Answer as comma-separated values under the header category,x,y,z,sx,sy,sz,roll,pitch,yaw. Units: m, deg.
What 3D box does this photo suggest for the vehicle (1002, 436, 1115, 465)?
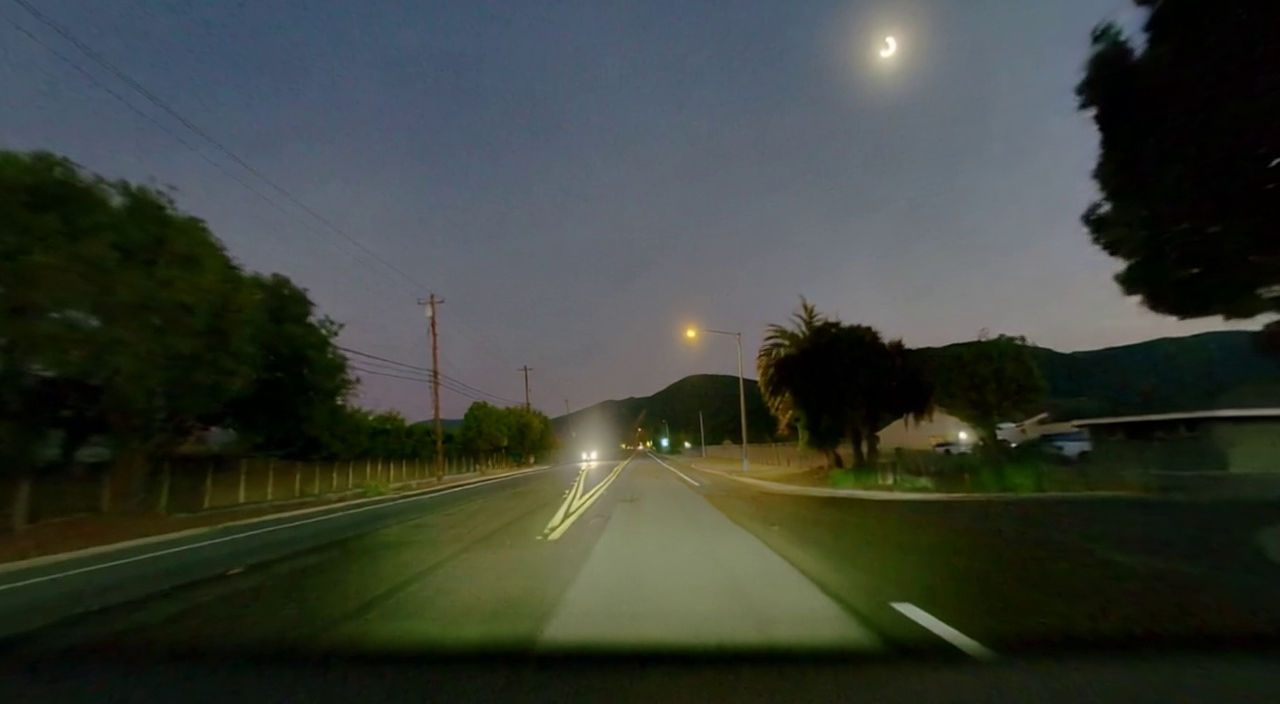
category,x,y,z,sx,sy,sz,roll,pitch,yaw
vehicle,22.087,5.210,33.297,4.490,1.470,1.979,-1,-9,3

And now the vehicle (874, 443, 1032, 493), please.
category,x,y,z,sx,sy,sz,roll,pitch,yaw
vehicle,10.403,3.877,21.296,4.540,1.505,2.021,-3,-9,21
